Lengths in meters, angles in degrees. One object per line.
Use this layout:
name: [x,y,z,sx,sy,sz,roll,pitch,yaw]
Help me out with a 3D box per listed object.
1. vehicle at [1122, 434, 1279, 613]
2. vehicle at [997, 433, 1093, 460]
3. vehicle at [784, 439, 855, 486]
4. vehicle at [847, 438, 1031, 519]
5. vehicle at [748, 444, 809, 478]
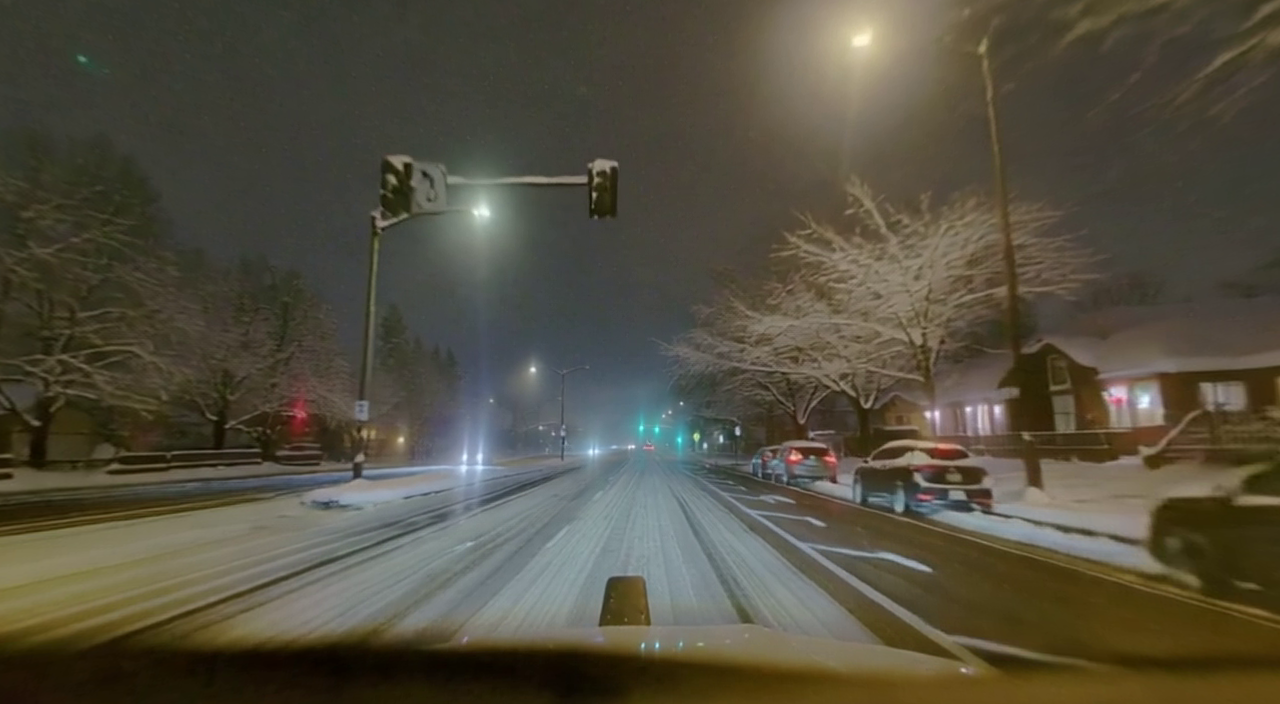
vehicle: [6.207,1.325,4.640,1.936,1.456,4.445,-1,-9,3]
vehicle: [30.378,7.120,47.492,5.683,1.922,2.104,-4,-9,23]
vehicle: [6.480,4.010,23.038,1.752,1.590,3.090,-1,-9,2]
vehicle: [6.308,2.697,13.990,1.976,1.498,4.390,0,-9,1]
vehicle: [6.393,5.068,29.645,1.974,1.444,4.494,0,-9,2]
